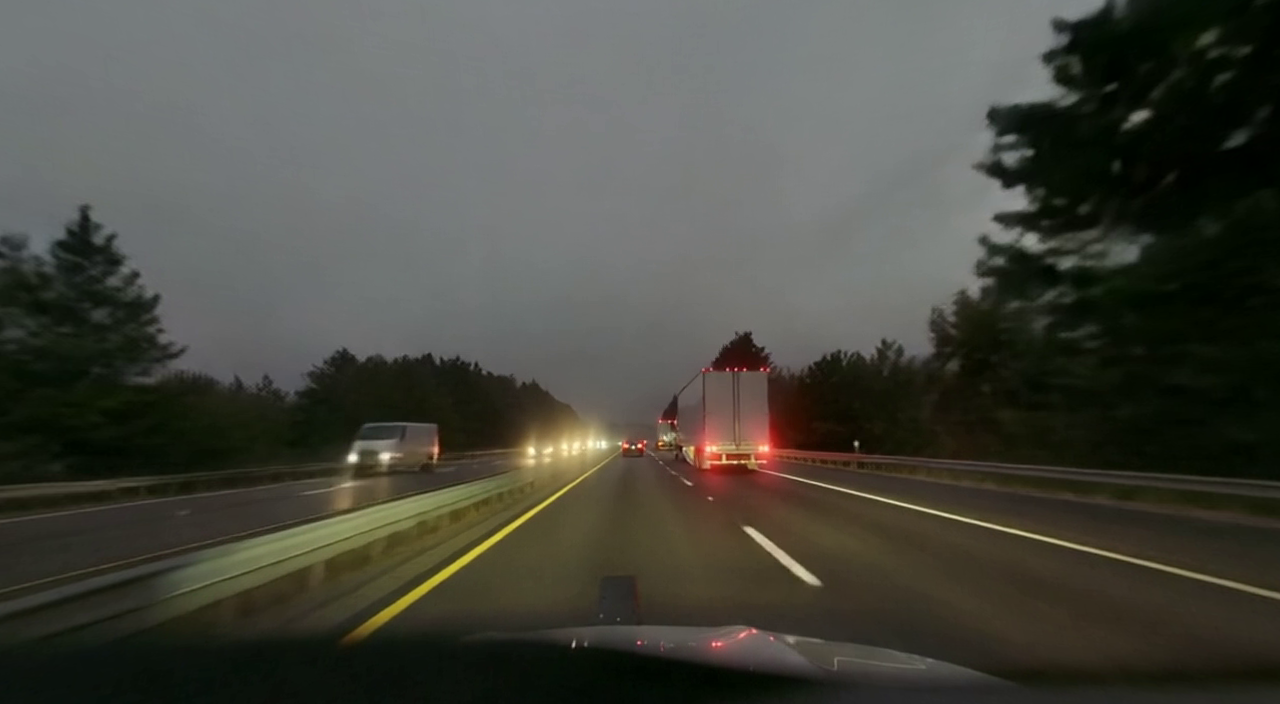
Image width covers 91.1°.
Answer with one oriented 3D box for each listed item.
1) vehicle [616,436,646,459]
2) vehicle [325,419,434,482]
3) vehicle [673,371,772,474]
[{"bbox_3d":[-0.678,7.233,47.920,2.192,1.623,4.887,0,-8,-1],"label":"vehicle"},{"bbox_3d":[-12.475,4.755,30.886,2.443,2.697,6.997,0,-8,-1],"label":"vehicle"},{"bbox_3d":[3.576,3.682,31.561,2.919,4.004,13.911,0,-8,-1],"label":"vehicle"}]
